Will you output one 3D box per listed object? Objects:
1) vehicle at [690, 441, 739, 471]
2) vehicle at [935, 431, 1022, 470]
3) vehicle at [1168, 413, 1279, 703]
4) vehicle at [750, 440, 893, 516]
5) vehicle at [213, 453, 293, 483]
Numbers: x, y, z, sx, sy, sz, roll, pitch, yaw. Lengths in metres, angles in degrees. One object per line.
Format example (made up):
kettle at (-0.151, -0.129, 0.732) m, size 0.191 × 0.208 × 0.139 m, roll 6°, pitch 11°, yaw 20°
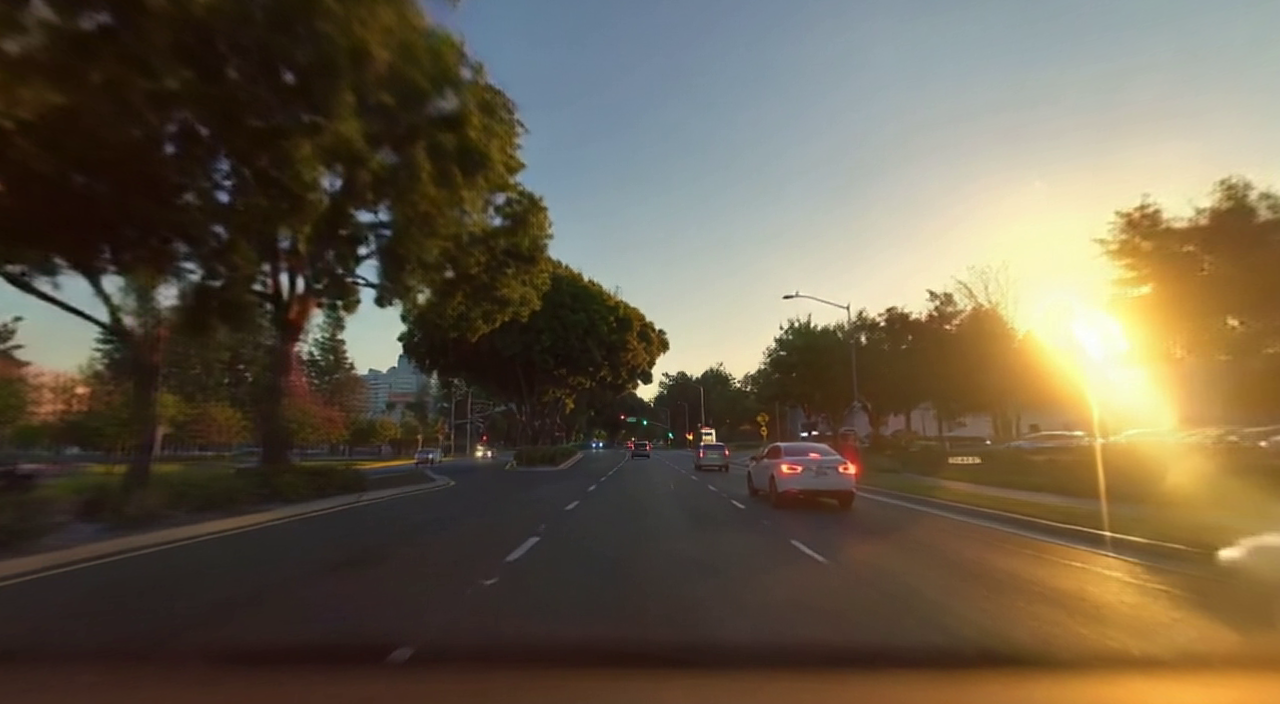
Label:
vehicle at (3.906, 5.538, 33.928) m, size 1.939 × 1.474 × 4.716 m, roll 0°, pitch -8°, yaw -1°
vehicle at (15.065, 4.333, 27.900) m, size 2.165 × 1.591 × 4.471 m, roll -8°, pitch -12°, yaw 43°
vehicle at (4.029, 0.800, 1.471) m, size 1.913 × 1.463 × 4.198 m, roll 0°, pitch -8°, yaw 0°
vehicle at (3.848, 2.726, 14.227) m, size 1.872 × 1.431 × 4.270 m, roll 0°, pitch -8°, yaw -1°
vehicle at (-21.942, 6.555, 35.965) m, size 1.832 × 1.496 × 4.458 m, roll 0°, pitch -8°, yaw -2°
